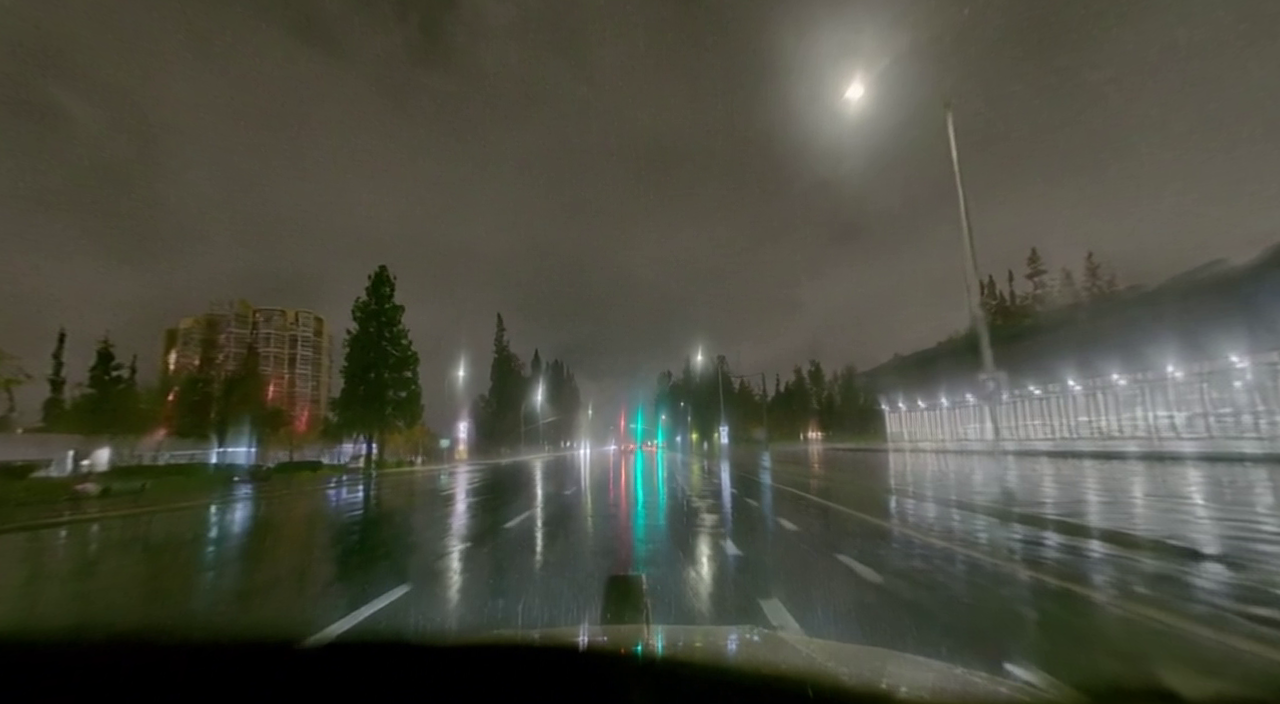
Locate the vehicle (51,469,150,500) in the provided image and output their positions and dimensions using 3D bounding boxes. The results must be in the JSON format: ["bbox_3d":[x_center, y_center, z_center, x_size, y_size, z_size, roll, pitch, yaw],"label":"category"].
[{"bbox_3d":[-29.867,7.312,35.072,1.773,1.468,4.176,0,-9,0],"label":"vehicle"}]

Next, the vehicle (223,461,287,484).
[{"bbox_3d":[-29.818,9.321,48.968,1.894,1.552,4.677,0,-9,2],"label":"vehicle"}]
